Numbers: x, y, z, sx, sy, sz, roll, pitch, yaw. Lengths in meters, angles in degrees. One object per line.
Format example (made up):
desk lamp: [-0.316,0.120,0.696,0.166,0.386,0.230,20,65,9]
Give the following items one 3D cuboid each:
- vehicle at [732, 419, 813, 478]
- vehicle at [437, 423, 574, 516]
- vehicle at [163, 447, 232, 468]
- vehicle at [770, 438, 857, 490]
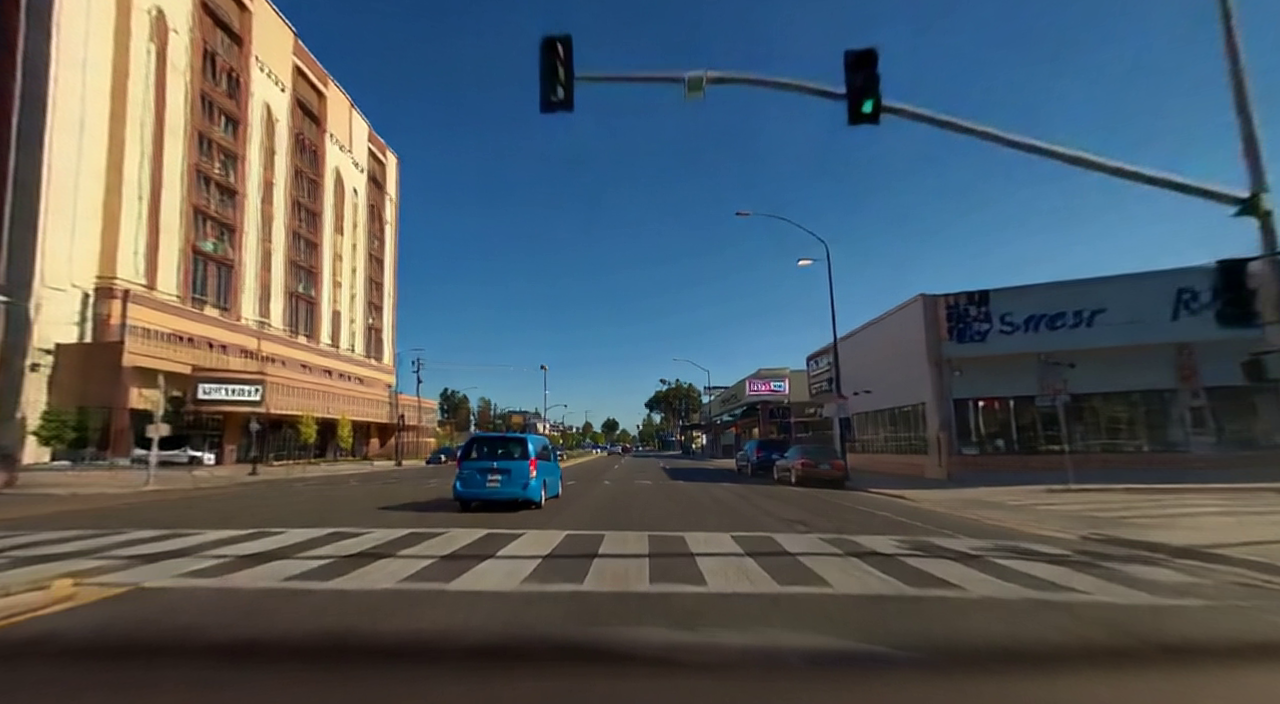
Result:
vehicle: [6.261,4.708,30.789,2.642,2.582,6.157,0,-9,0]
vehicle: [-2.725,2.491,13.761,2.080,1.722,3.766,0,-9,1]
vehicle: [-33.533,7.983,47.895,1.794,1.478,4.992,0,-8,-2]
vehicle: [6.437,4.192,23.948,1.942,1.753,4.912,0,-8,0]
